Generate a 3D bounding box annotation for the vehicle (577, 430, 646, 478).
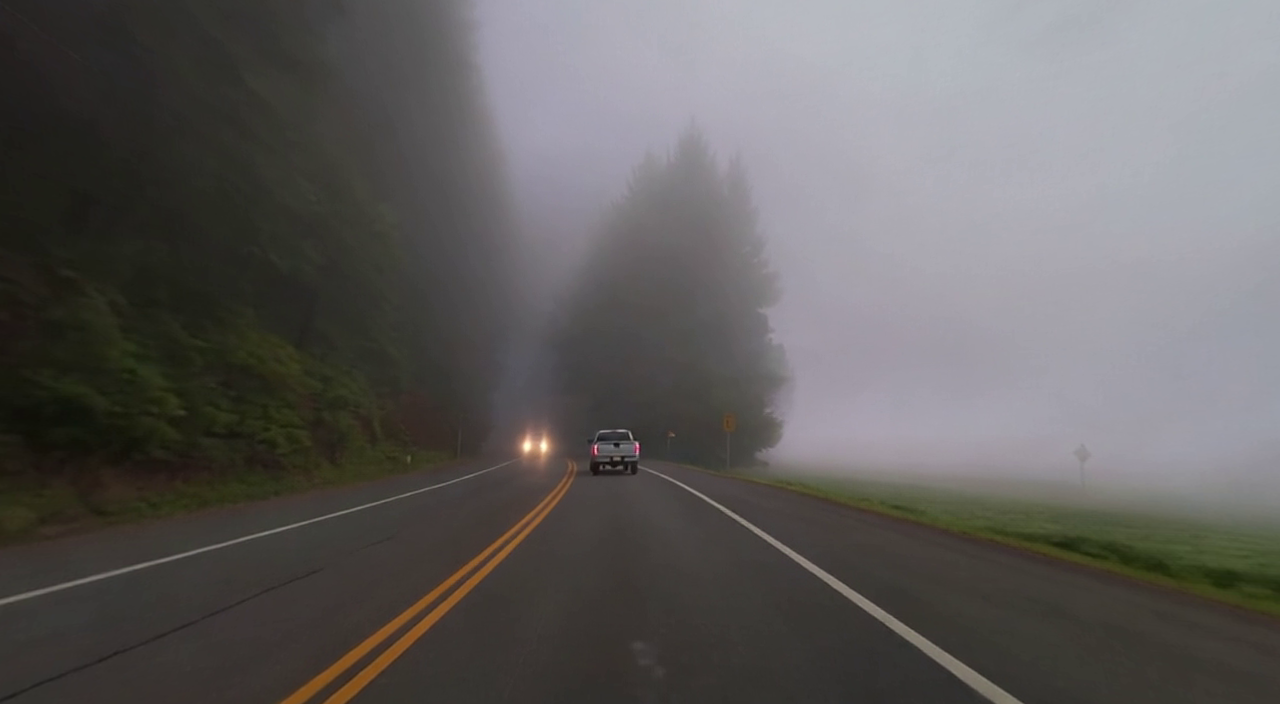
[{"bbox_3d":[-1.268,4.298,26.858,2.631,1.798,5.331,0,-8,-4],"label":"vehicle"}]
